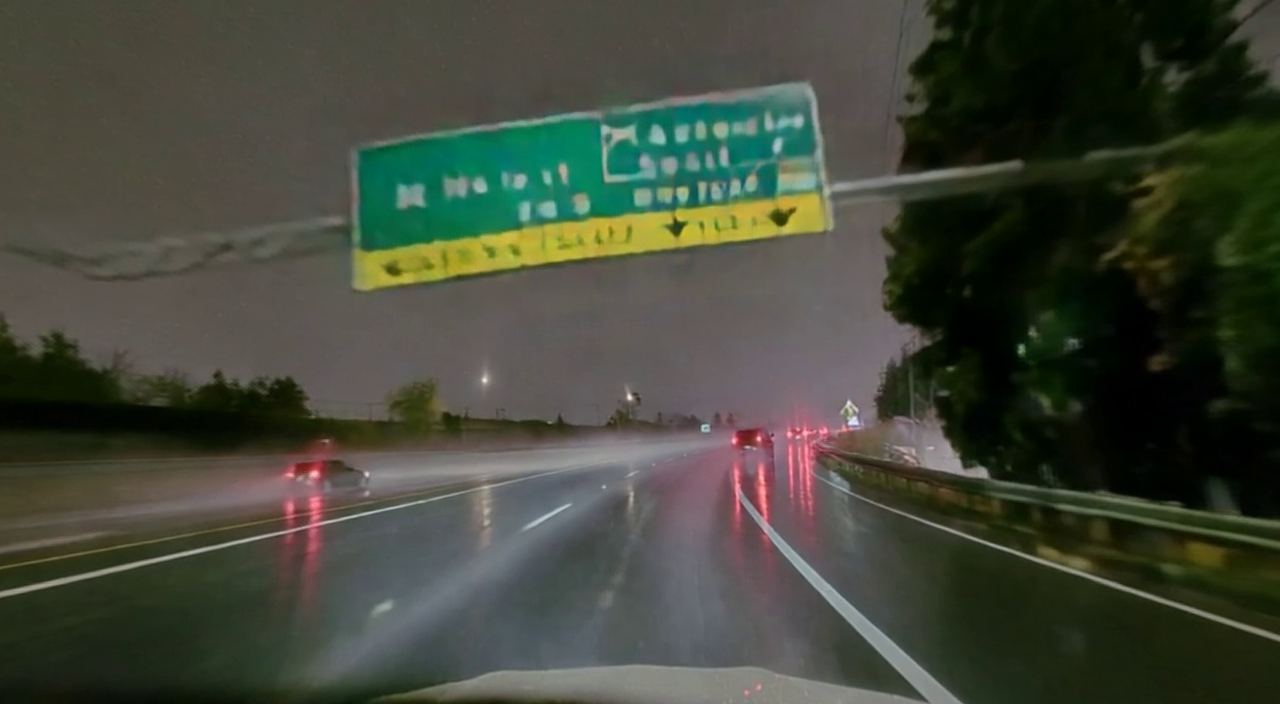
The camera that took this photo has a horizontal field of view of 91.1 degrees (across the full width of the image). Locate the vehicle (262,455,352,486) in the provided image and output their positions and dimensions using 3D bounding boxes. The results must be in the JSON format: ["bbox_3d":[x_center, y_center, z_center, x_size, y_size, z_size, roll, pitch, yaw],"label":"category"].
[{"bbox_3d":[-20.709,7.321,39.226,2.145,1.717,4.448,-5,-10,29],"label":"vehicle"}]
